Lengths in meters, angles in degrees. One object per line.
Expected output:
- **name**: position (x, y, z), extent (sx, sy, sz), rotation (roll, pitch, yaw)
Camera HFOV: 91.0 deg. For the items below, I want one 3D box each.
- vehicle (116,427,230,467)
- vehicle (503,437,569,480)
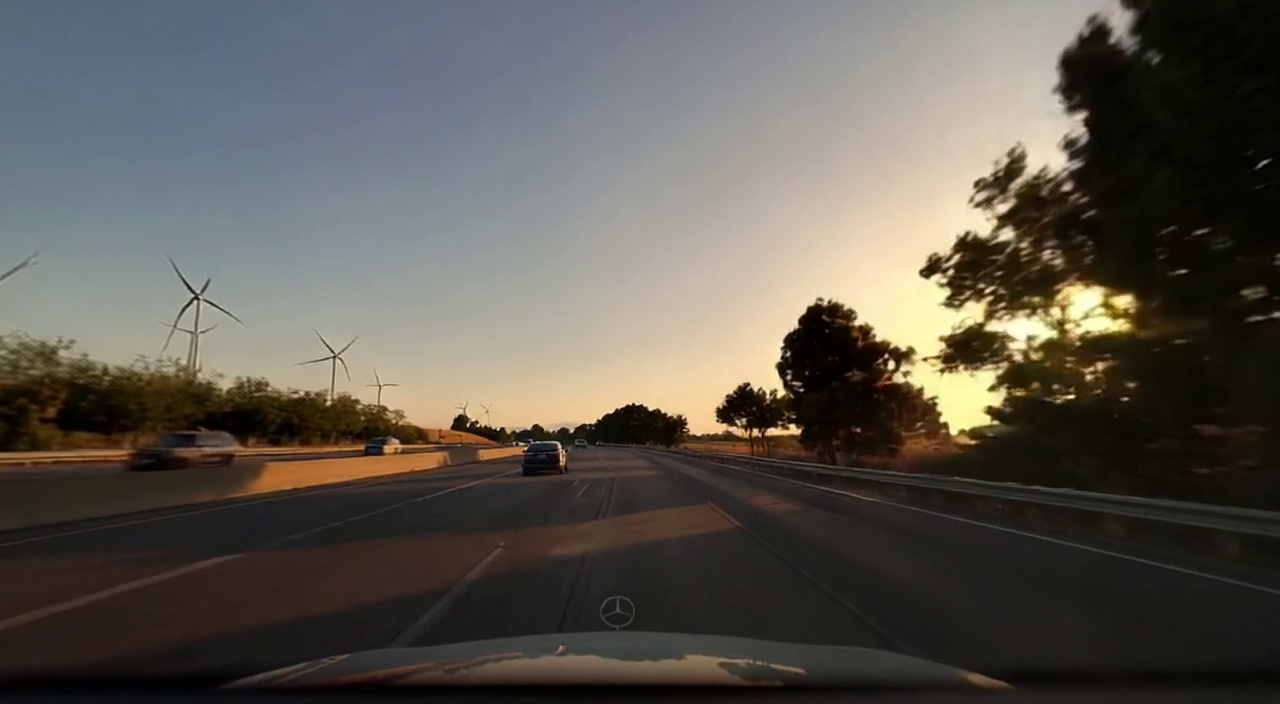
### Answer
- **vehicle**: position (-20.111, 4.112, 27.351), extent (1.804, 1.552, 4.248), rotation (0, -8, -2)
- **vehicle**: position (-4.034, 4.184, 25.127), extent (2.053, 1.549, 4.097), rotation (0, -8, -1)
